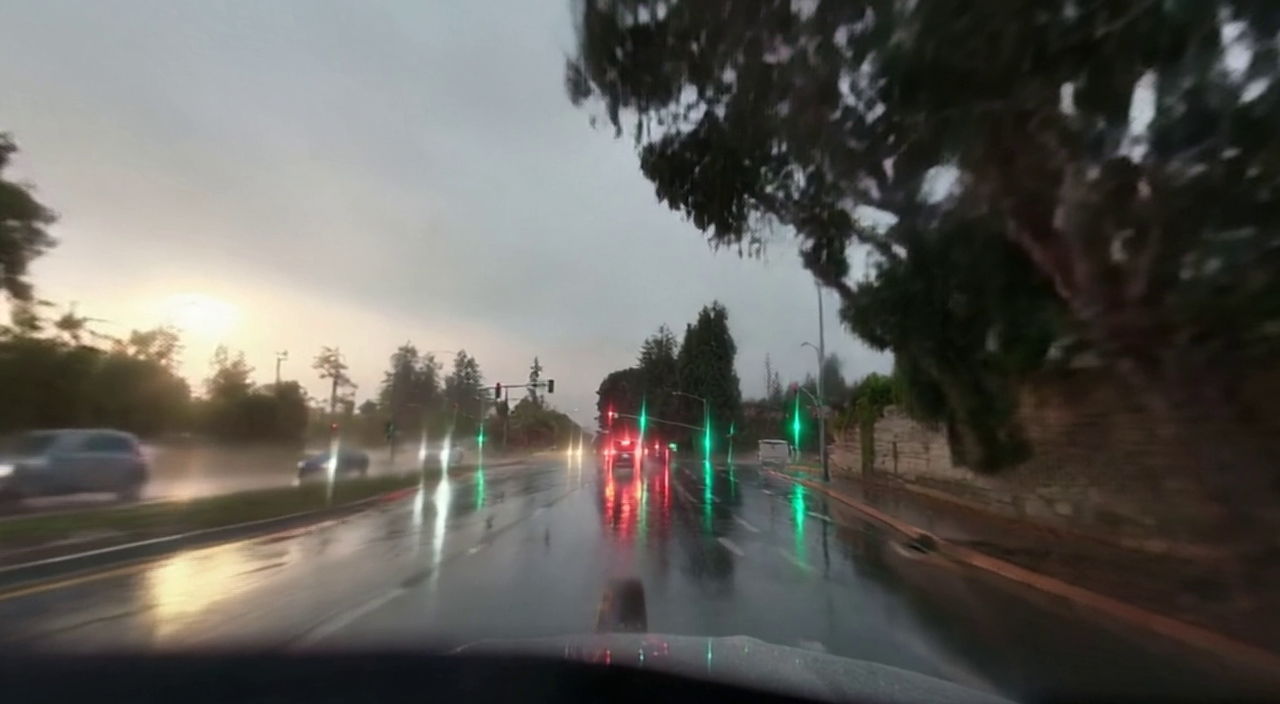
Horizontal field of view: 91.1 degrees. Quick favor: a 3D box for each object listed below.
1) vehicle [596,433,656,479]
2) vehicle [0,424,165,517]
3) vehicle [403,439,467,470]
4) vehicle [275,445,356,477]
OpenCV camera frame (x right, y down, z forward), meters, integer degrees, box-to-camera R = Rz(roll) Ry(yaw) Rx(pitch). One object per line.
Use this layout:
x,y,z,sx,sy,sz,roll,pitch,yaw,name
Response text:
-0.521,4.518,27.539,2.152,1.822,4.391,-1,-9,5,vehicle
-13.300,2.521,13.717,2.111,1.751,4.757,0,-9,0,vehicle
-12.795,6.437,39.594,2.086,1.797,4.749,-1,-9,5,vehicle
-17.609,5.925,34.374,1.924,1.598,4.652,0,-9,0,vehicle
